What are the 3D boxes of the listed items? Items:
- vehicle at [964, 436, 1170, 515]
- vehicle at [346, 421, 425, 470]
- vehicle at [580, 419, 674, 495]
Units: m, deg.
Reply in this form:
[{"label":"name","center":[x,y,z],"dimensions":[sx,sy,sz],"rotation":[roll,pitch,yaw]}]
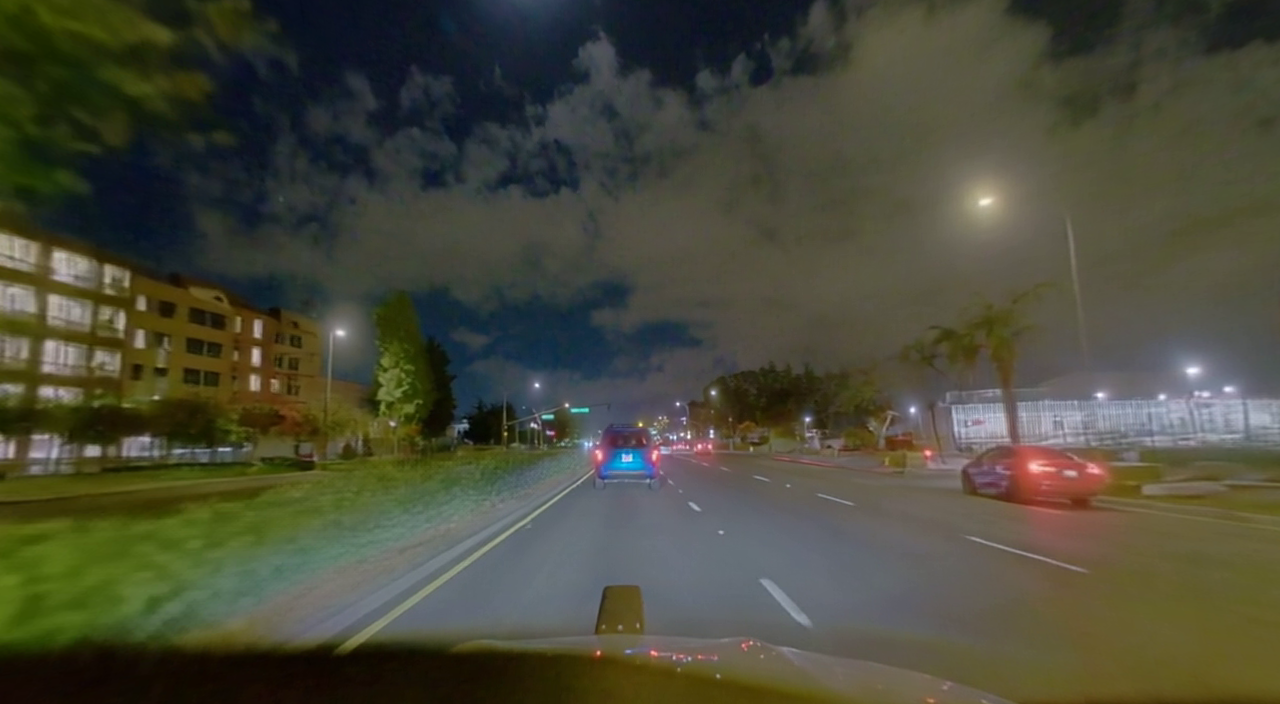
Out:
[{"label":"vehicle","center":[9.153,2.651,14.154],"dimensions":[2.002,1.456,4.631],"rotation":[-2,-9,9]},{"label":"vehicle","center":[-19.239,7.164,48.337],"dimensions":[2.811,3.399,7.898],"rotation":[1,-9,-2]},{"label":"vehicle","center":[-0.359,2.862,17.516],"dimensions":[2.277,1.816,4.192],"rotation":[0,-8,-1]}]
